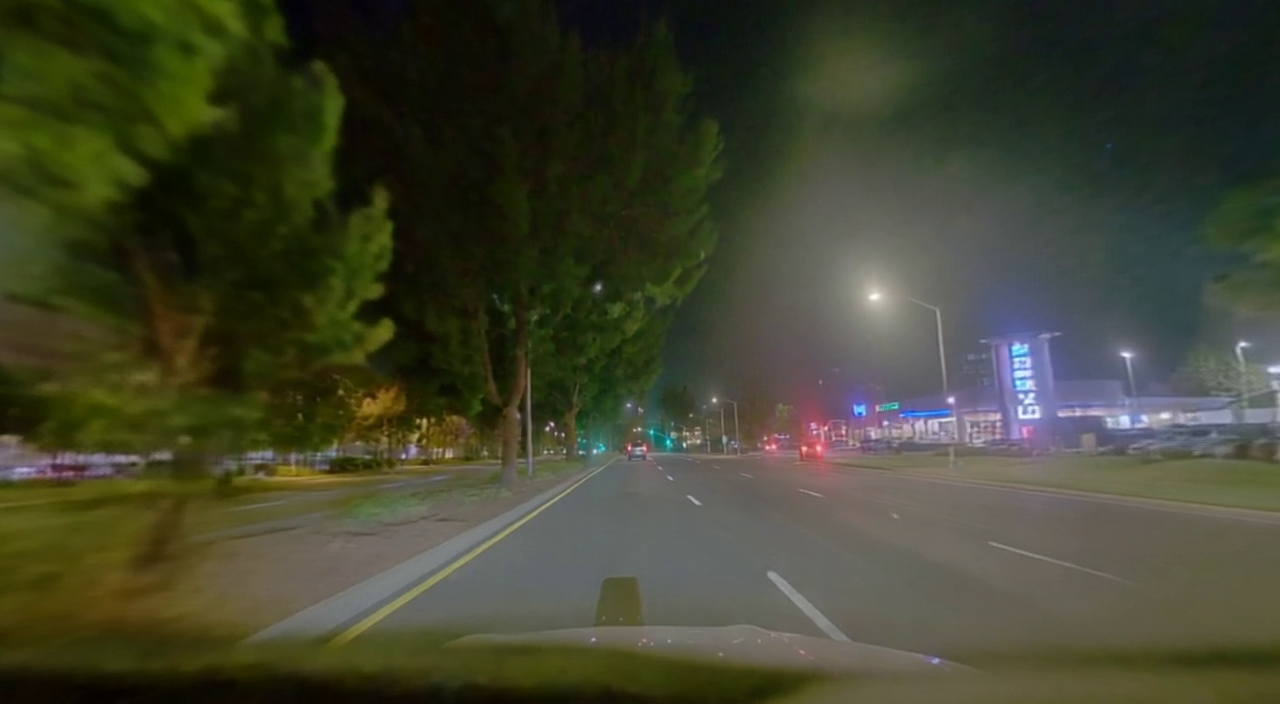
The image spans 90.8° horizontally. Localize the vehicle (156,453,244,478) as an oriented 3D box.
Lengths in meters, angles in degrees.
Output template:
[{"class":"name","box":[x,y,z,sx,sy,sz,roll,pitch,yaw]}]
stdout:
[{"class":"vehicle","box":[-29.794,7.704,42.856,4.408,1.568,2.052,0,-9,-1]}]
